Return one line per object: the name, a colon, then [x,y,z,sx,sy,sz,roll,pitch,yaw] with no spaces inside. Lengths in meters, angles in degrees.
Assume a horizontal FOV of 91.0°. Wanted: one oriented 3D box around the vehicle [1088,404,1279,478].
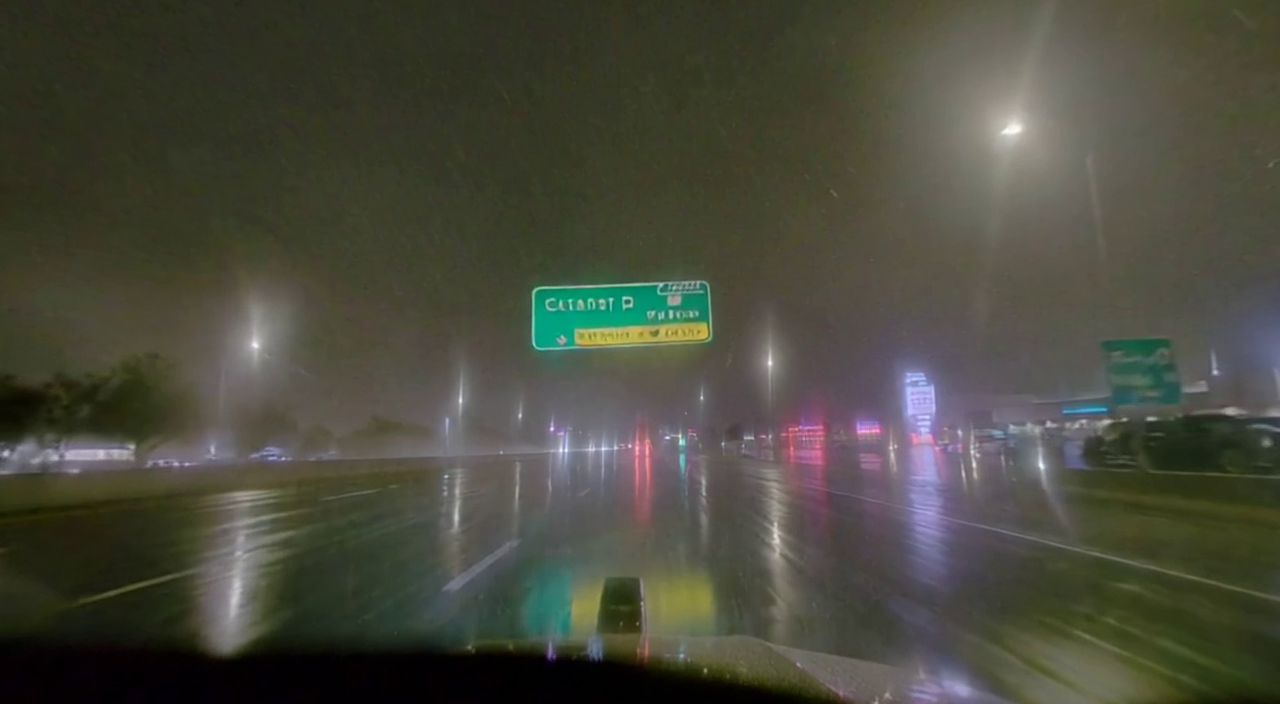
vehicle: [37.723,5.965,42.151,2.952,4.134,16.694,-4,-9,-1]
